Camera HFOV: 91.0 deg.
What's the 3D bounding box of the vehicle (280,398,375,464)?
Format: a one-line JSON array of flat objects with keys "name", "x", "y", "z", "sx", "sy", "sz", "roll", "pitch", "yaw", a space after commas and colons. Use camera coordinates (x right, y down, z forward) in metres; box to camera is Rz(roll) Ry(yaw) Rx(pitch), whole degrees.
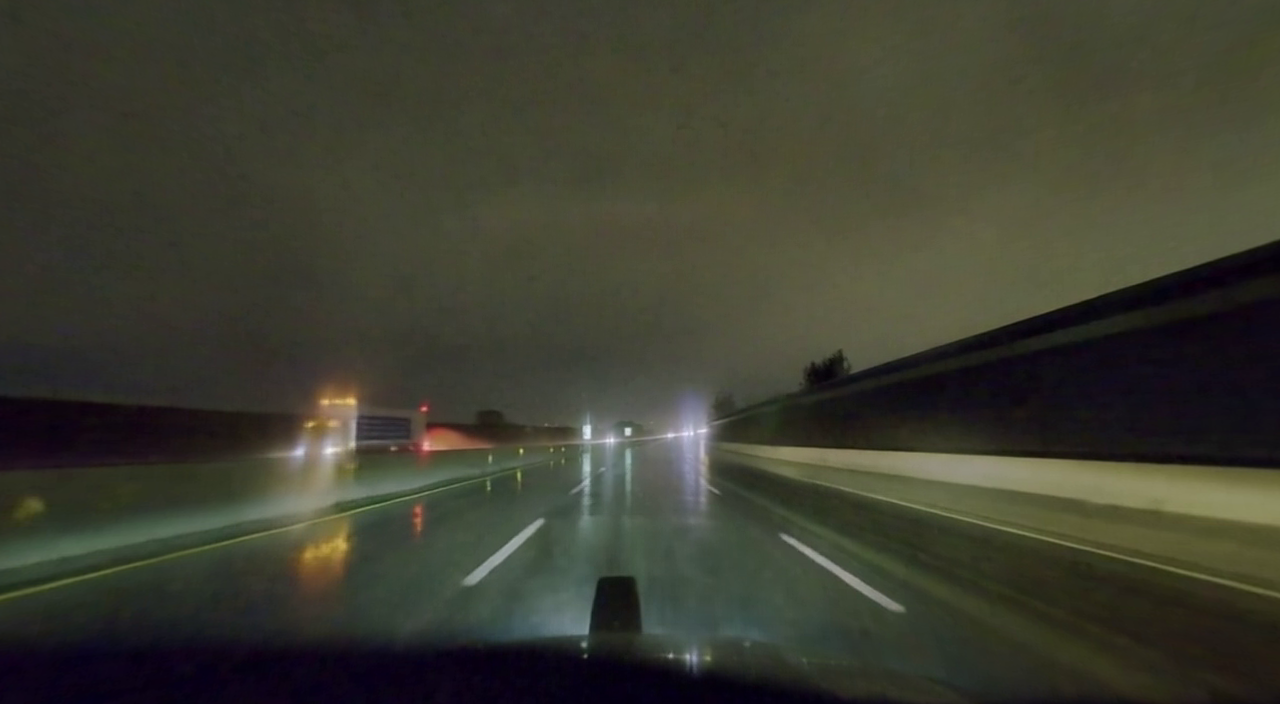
[{"name": "vehicle", "x": -20.341, "y": 5.212, "z": 41.408, "sx": 3.001, "sy": 3.958, "sz": 5.946, "roll": 0, "pitch": -8, "yaw": 0}]
